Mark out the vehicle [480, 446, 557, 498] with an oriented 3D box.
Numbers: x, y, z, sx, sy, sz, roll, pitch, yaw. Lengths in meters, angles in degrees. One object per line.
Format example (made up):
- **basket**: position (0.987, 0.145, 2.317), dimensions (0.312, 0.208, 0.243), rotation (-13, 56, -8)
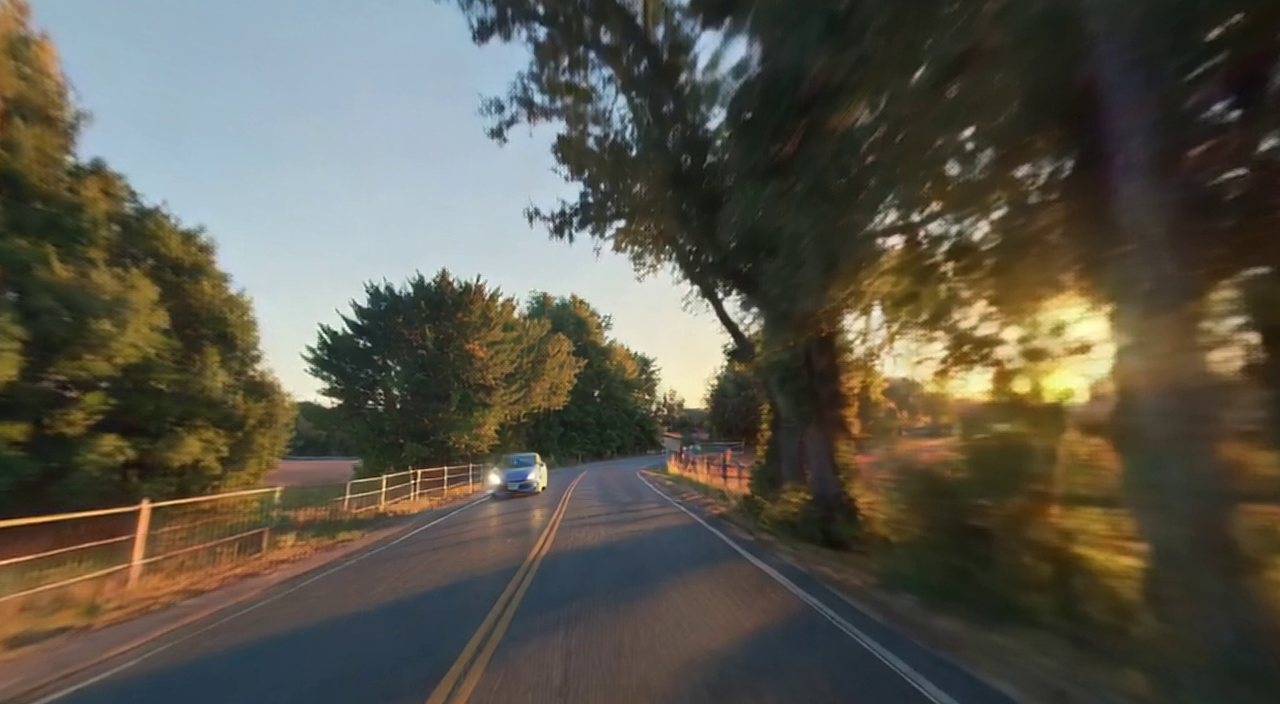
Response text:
- **vehicle**: position (-3.983, 3.975, 21.237), dimensions (1.987, 1.521, 3.649), rotation (-1, -9, -2)
